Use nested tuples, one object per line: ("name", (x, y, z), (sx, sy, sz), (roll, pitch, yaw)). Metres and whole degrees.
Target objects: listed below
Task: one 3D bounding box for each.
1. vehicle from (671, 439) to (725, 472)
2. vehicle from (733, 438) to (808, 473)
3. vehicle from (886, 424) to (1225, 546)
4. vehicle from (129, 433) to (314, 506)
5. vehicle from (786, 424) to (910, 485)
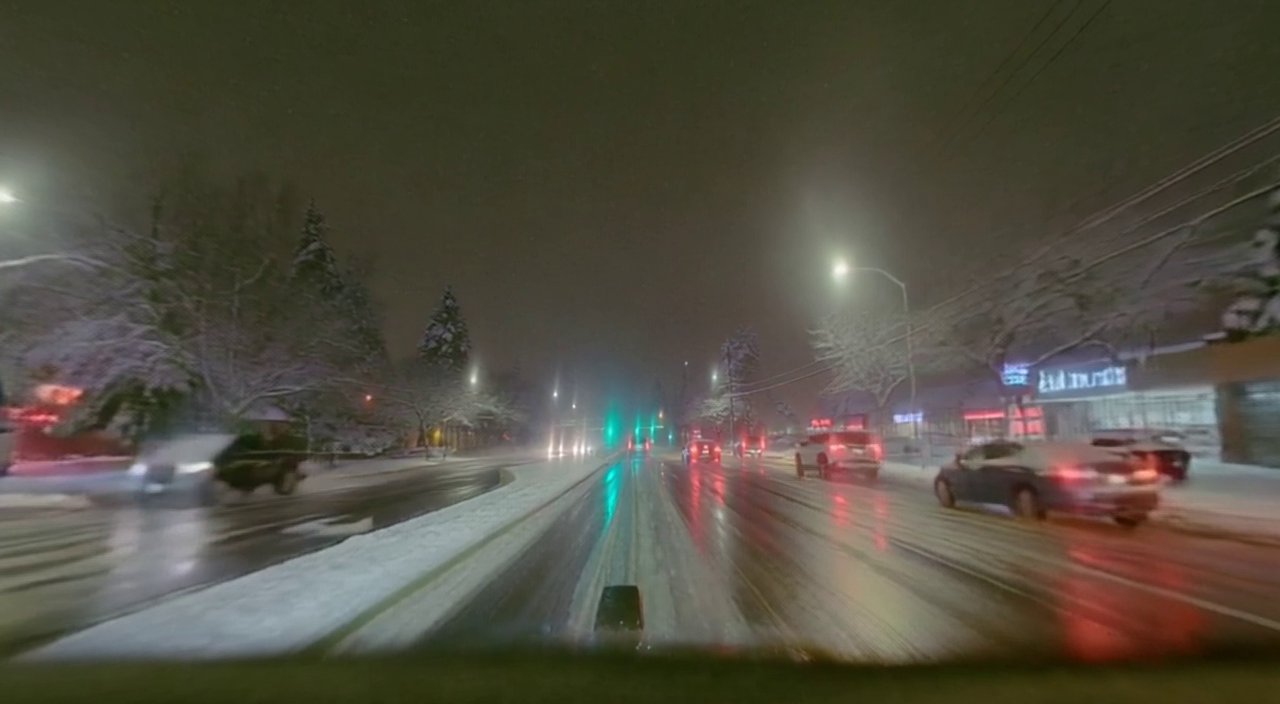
("vehicle", (2.715, 4.963, 30.588), (2.099, 1.463, 4.365), (0, -8, -1))
("vehicle", (6.024, 4.813, 29.814), (2.072, 1.491, 4.753), (1, -8, -6))
("vehicle", (6.113, 1.998, 10.318), (2.150, 1.485, 4.919), (0, -8, -1))
("vehicle", (-11.755, 3.293, 18.278), (2.102, 1.793, 4.694), (0, -8, 0))
("vehicle", (6.873, 3.447, 21.596), (2.268, 1.822, 5.038), (0, -8, -3))
